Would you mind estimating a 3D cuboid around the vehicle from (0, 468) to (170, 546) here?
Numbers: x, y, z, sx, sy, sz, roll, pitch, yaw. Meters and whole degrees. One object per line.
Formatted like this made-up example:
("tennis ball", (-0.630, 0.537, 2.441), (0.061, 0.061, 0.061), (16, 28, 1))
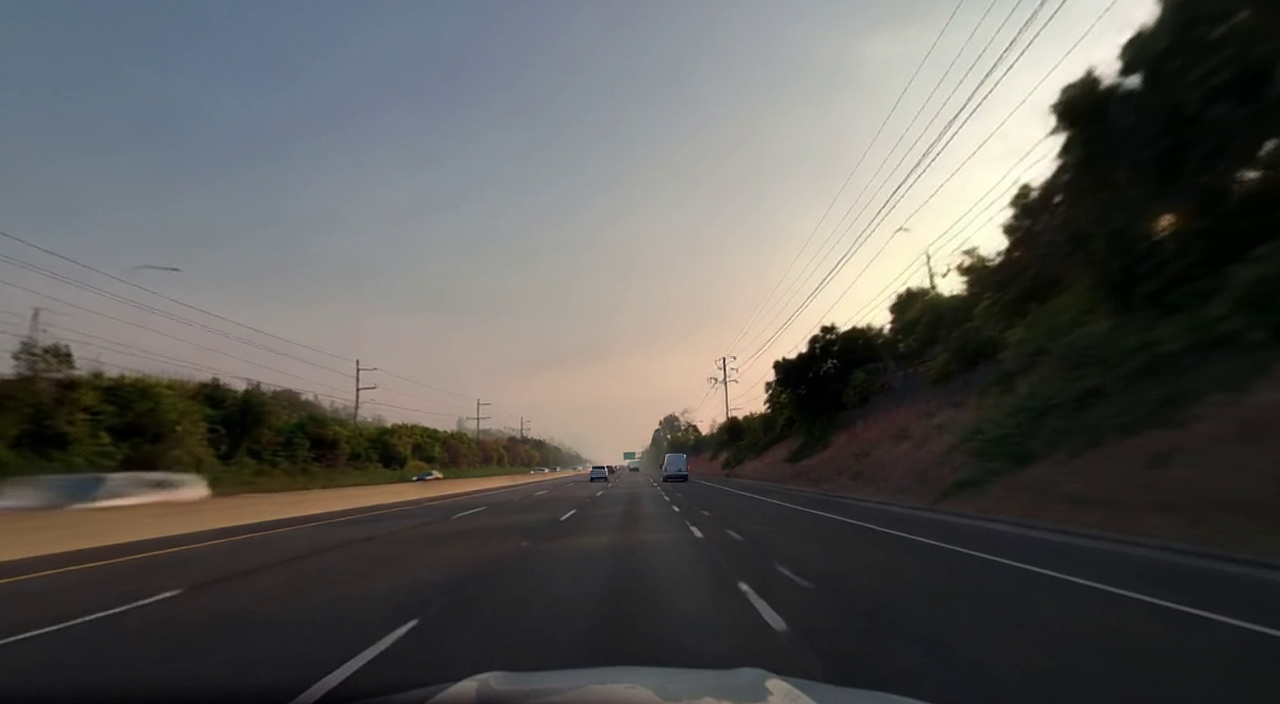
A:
("vehicle", (-12.866, 3.278, 13.854), (1.898, 1.404, 4.106), (1, -10, -1))
